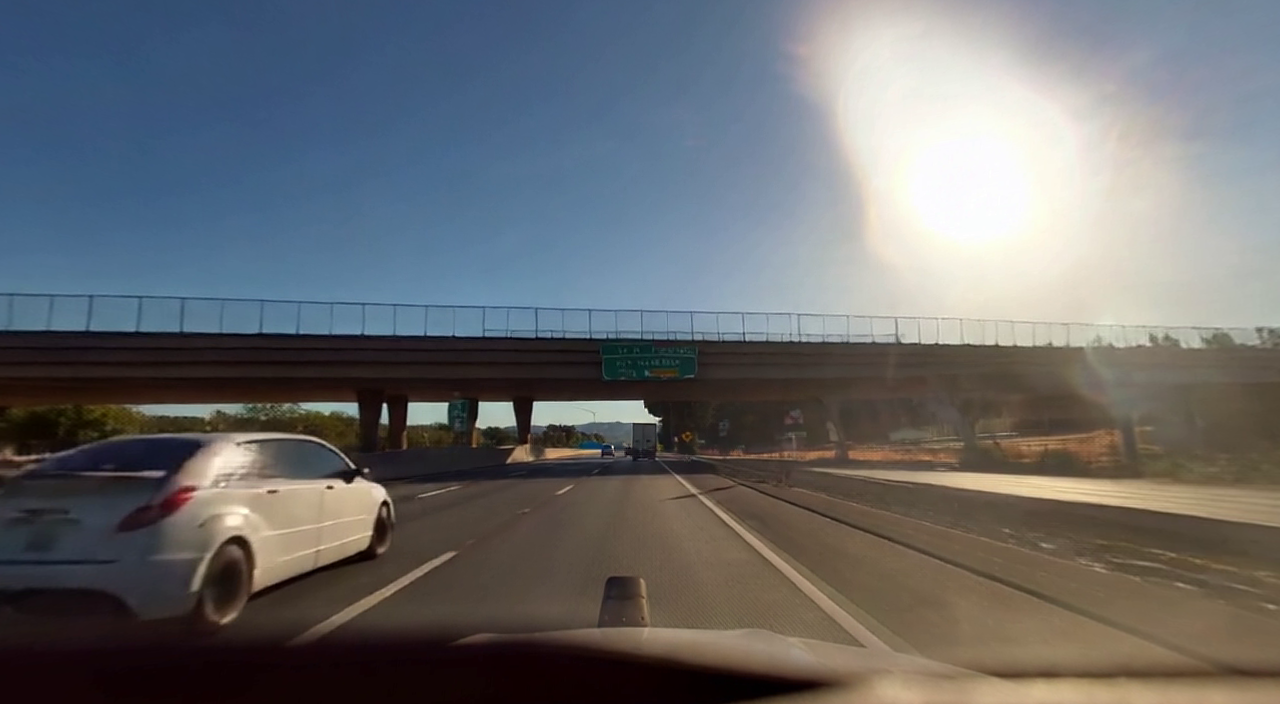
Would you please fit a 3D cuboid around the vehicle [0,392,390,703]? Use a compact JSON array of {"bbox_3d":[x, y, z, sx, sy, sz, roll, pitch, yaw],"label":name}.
[{"bbox_3d":[-4.401,1.388,5.630,2.235,1.593,5.077,0,-9,0],"label":"vehicle"}]
